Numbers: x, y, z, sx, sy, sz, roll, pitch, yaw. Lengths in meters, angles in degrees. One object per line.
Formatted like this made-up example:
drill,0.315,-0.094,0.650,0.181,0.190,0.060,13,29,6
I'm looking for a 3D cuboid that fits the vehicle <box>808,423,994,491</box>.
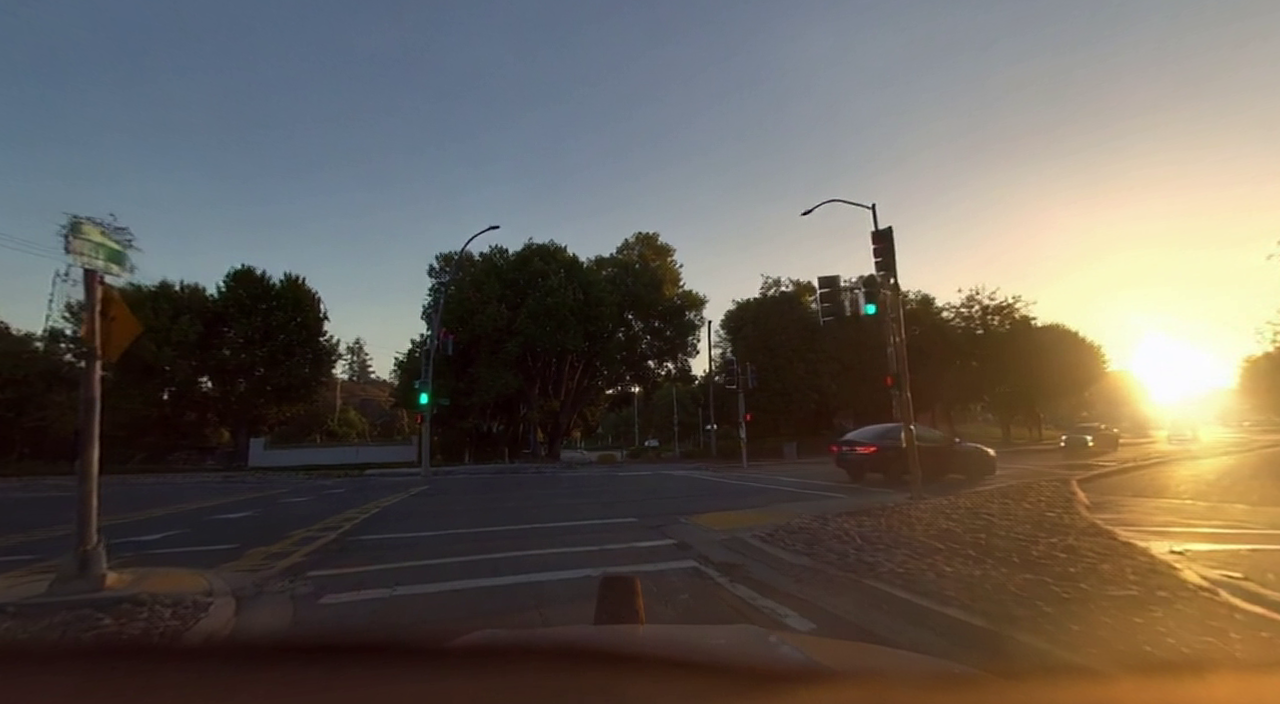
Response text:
vehicle,6.985,2.759,16.916,4.545,1.602,2.014,4,-9,-26
